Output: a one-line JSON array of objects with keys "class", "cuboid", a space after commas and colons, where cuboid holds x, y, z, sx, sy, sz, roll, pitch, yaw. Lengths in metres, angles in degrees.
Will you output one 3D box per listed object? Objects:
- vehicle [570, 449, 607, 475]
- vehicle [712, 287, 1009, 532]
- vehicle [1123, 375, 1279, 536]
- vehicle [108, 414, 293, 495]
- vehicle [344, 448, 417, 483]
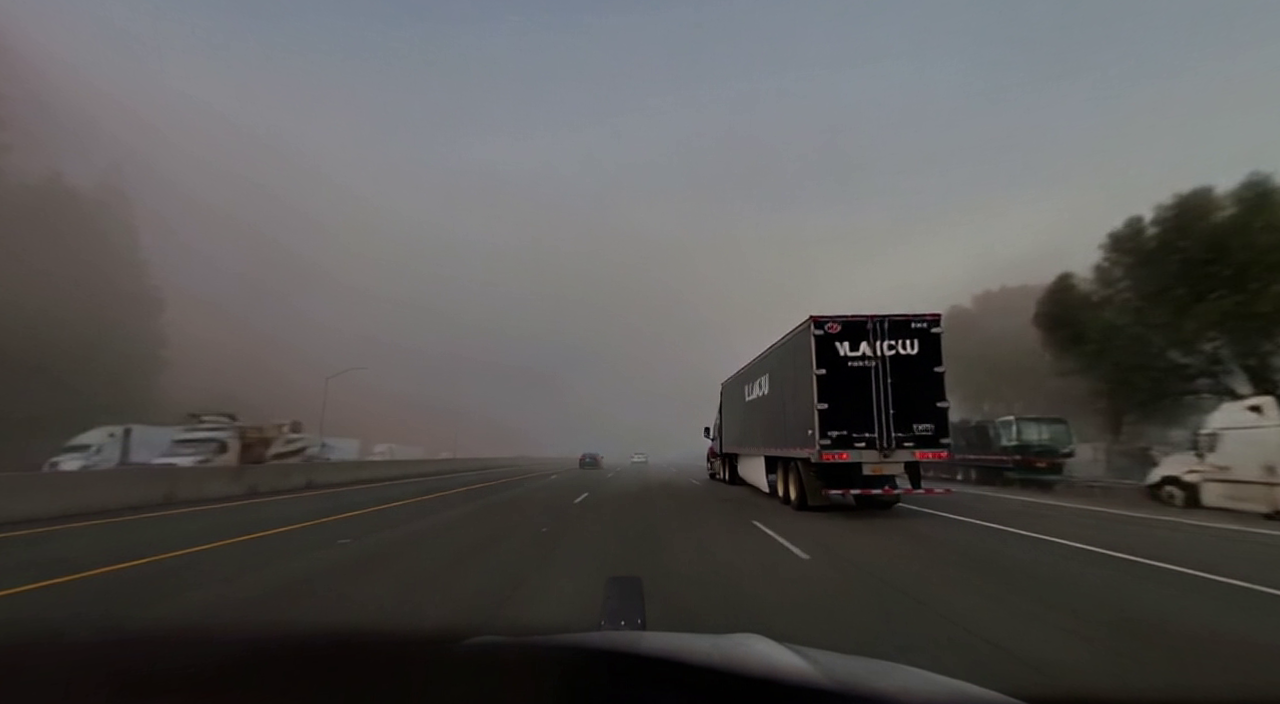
[{"class": "vehicle", "cuboid": [-3.377, 7.308, 42.261, 2.107, 1.626, 4.804, 0, -9, 0]}, {"class": "vehicle", "cuboid": [4.409, 2.000, 17.548, 2.847, 4.075, 14.244, 0, -9, -1]}, {"class": "vehicle", "cuboid": [17.880, 2.286, 13.806, 2.856, 4.064, 14.685, 0, -9, 0]}, {"class": "vehicle", "cuboid": [-15.828, 3.759, 23.306, 2.519, 2.602, 5.775, 0, -9, 1]}, {"class": "vehicle", "cuboid": [-11.376, 4.987, 27.835, 1.703, 1.402, 3.514, 0, -9, 0]}]
